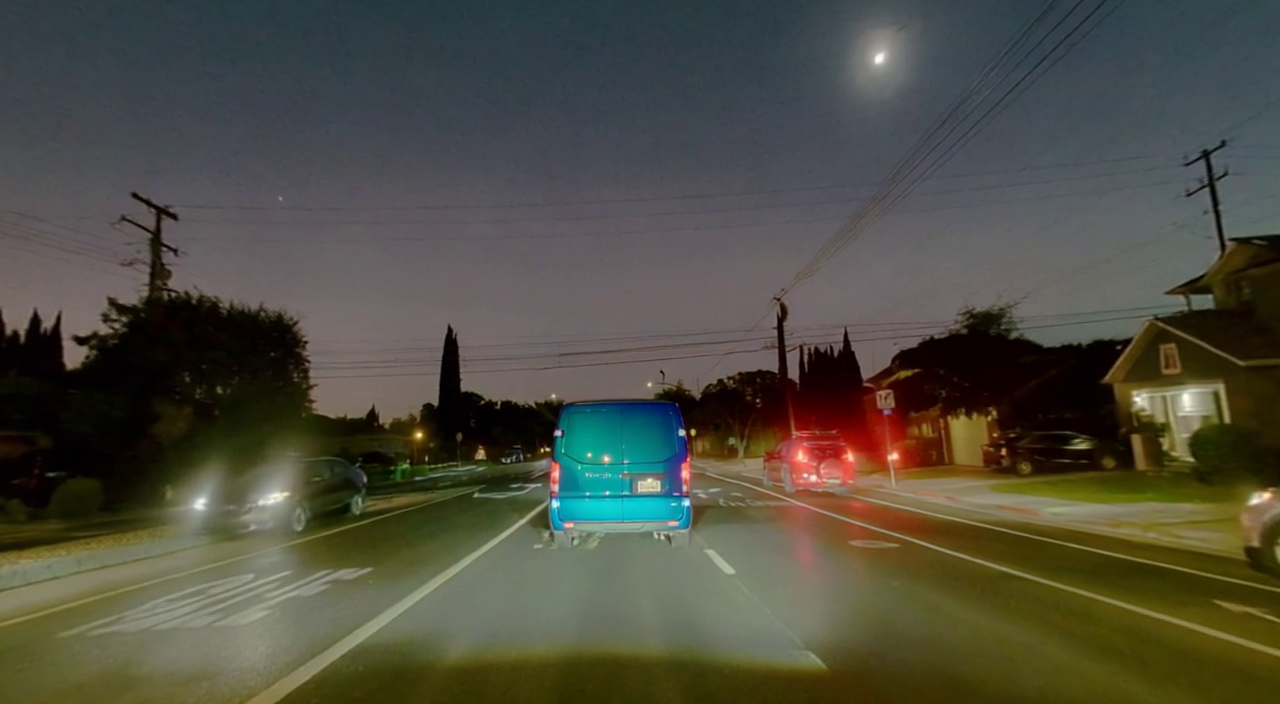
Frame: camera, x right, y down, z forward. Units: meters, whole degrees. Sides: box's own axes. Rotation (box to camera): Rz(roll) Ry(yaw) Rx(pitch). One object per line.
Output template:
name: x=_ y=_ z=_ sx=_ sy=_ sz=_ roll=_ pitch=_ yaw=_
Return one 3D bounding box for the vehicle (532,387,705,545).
vehicle: x=-0.335 y=1.917 z=11.132 sx=2.342 sy=2.142 sz=4.809 roll=0 pitch=-9 yaw=-1

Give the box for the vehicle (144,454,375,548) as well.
vehicle: x=-7.288 y=2.846 z=12.801 sx=1.962 sy=1.481 sz=4.434 roll=0 pitch=-9 yaw=-1

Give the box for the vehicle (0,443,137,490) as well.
vehicle: x=-26.943 y=5.293 z=29.409 sx=5.026 sy=2.017 sz=2.215 roll=0 pitch=-9 yaw=-2

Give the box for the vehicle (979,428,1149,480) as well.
vehicle: x=13.136 y=3.163 z=19.760 sx=3.916 sy=1.517 sz=1.887 roll=0 pitch=-9 yaw=-2

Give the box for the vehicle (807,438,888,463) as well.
vehicle: x=13.097 y=6.238 z=40.040 sx=4.483 sy=1.463 sz=1.805 roll=0 pitch=-9 yaw=-1

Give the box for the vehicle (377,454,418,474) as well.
vehicle: x=-18.131 y=8.349 z=47.345 sx=1.633 sy=1.398 sz=3.729 roll=0 pitch=-9 yaw=0
